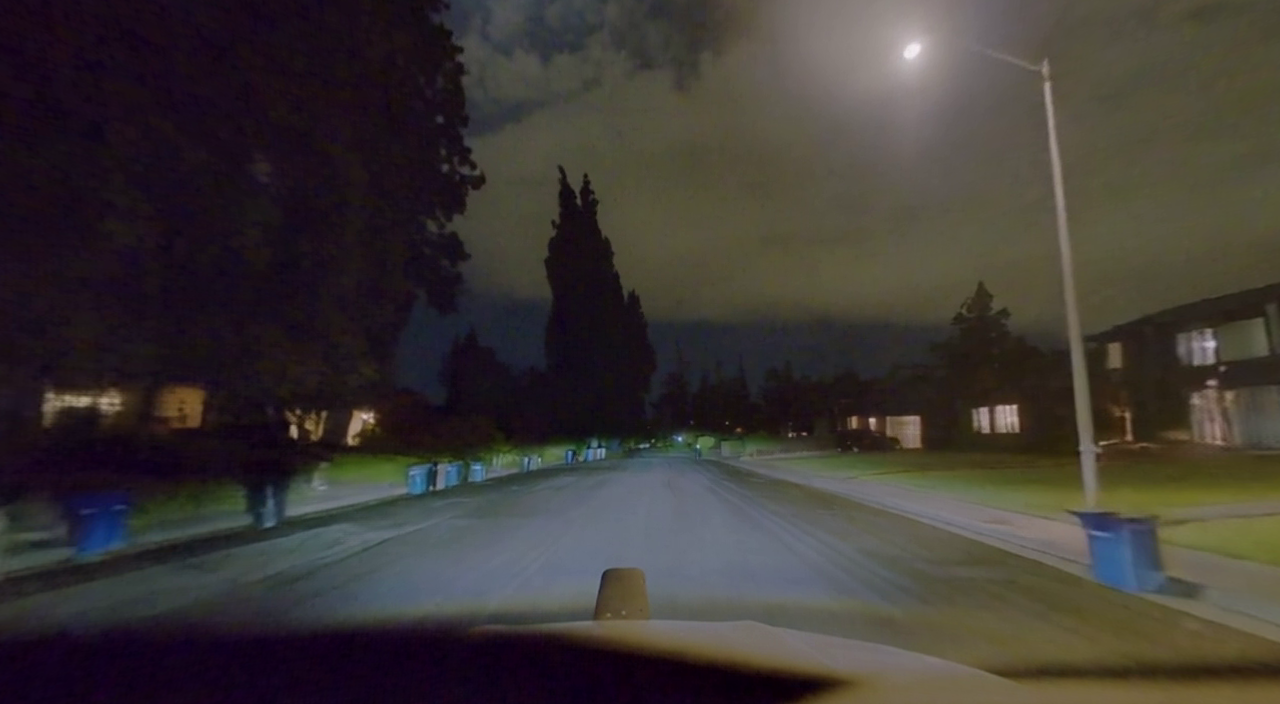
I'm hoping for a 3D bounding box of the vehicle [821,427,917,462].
[{"bbox_3d":[12.862,5.208,35.529,4.581,1.853,2.024,2,-8,-7],"label":"vehicle"}]
